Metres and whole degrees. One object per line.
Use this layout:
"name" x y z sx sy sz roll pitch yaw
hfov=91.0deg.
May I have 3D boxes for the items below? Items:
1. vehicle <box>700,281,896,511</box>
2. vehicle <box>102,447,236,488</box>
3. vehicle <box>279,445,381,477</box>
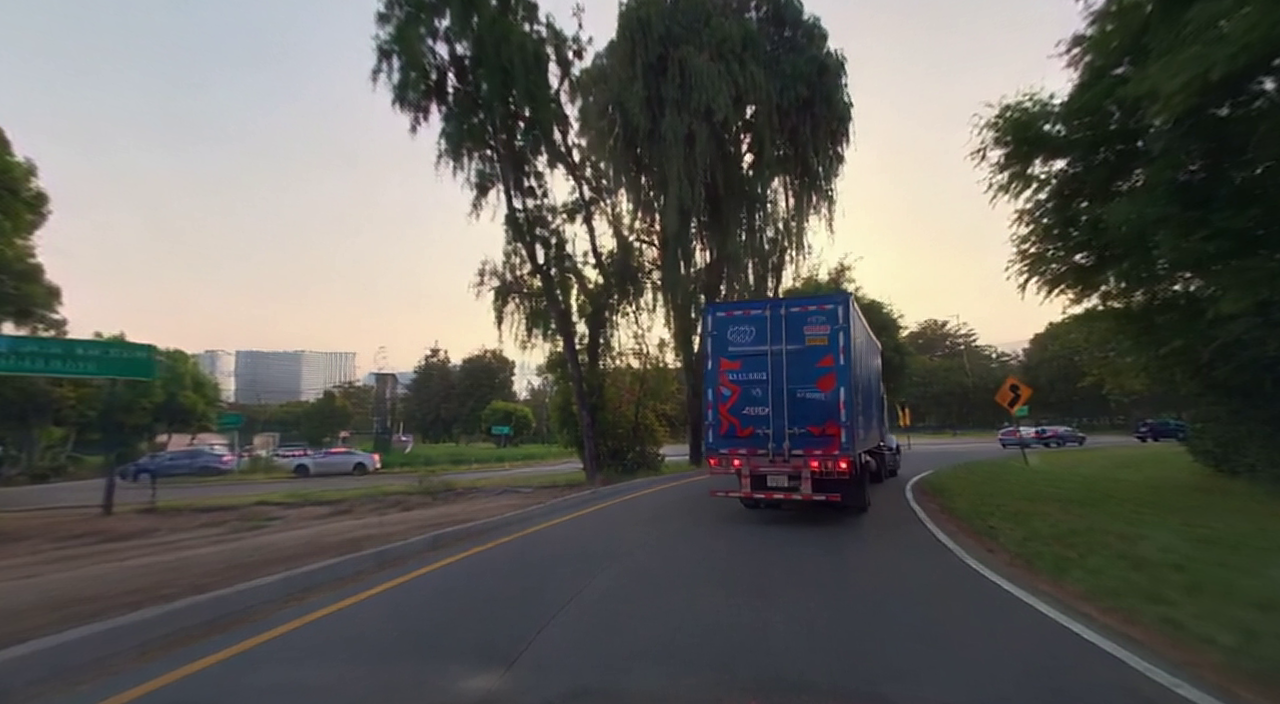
"vehicle" 4.259 1.309 14.798 2.937 3.647 9.344 -4 -8 22
"vehicle" -20.769 5.057 27.909 4.578 1.573 1.806 5 -10 -38
"vehicle" -15.542 5.446 31.622 4.350 1.410 1.726 4 -9 -32
